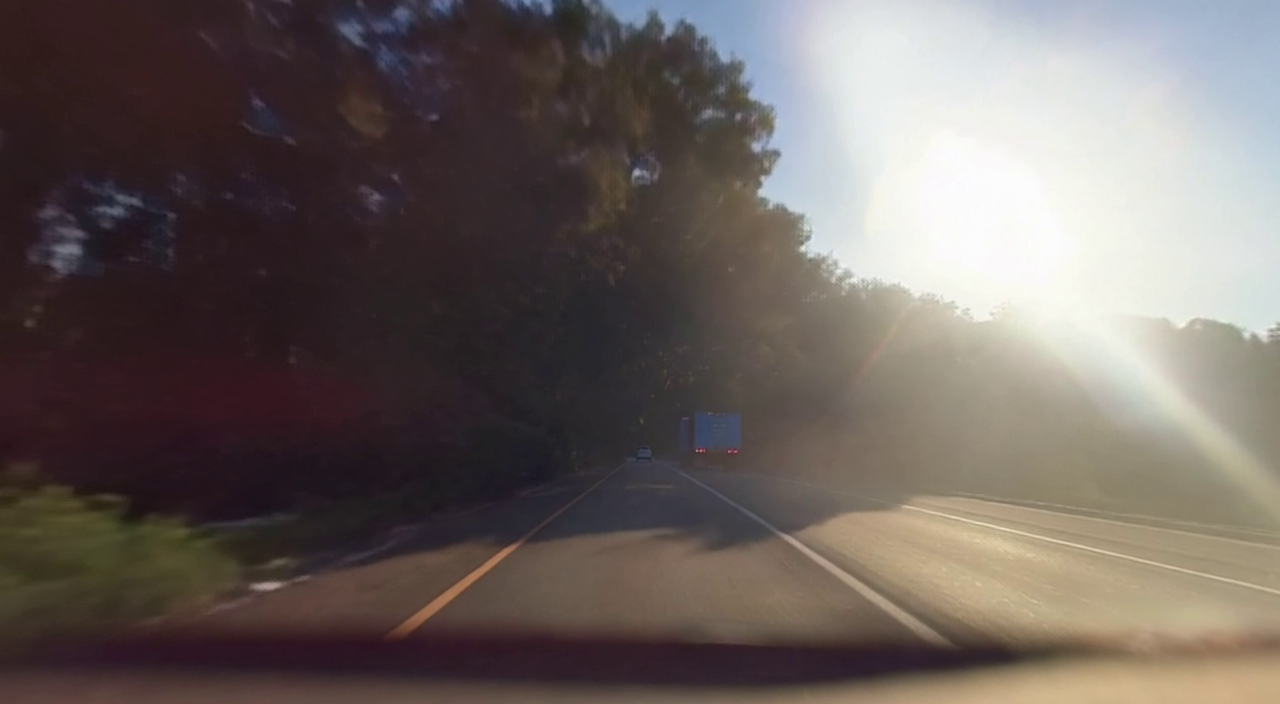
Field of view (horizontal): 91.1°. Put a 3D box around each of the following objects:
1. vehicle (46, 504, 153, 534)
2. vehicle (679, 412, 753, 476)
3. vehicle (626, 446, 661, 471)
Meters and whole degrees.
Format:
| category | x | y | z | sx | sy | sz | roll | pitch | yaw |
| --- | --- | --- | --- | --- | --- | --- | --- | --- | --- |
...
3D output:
| category | x | y | z | sx | sy | sz | roll | pitch | yaw |
| --- | --- | --- | --- | --- | --- | --- | --- | --- | --- |
| vehicle | -35.275 | 10.895 | 41.024 | 5.050 | 1.668 | 2.065 | 0 | -8 | 1 |
| vehicle | 4.061 | 5.208 | 35.509 | 3.015 | 3.211 | 7.982 | 0 | -8 | -1 |
| vehicle | 0.257 | 6.925 | 41.117 | 2.170 | 1.544 | 4.373 | 0 | -8 | 1 |
